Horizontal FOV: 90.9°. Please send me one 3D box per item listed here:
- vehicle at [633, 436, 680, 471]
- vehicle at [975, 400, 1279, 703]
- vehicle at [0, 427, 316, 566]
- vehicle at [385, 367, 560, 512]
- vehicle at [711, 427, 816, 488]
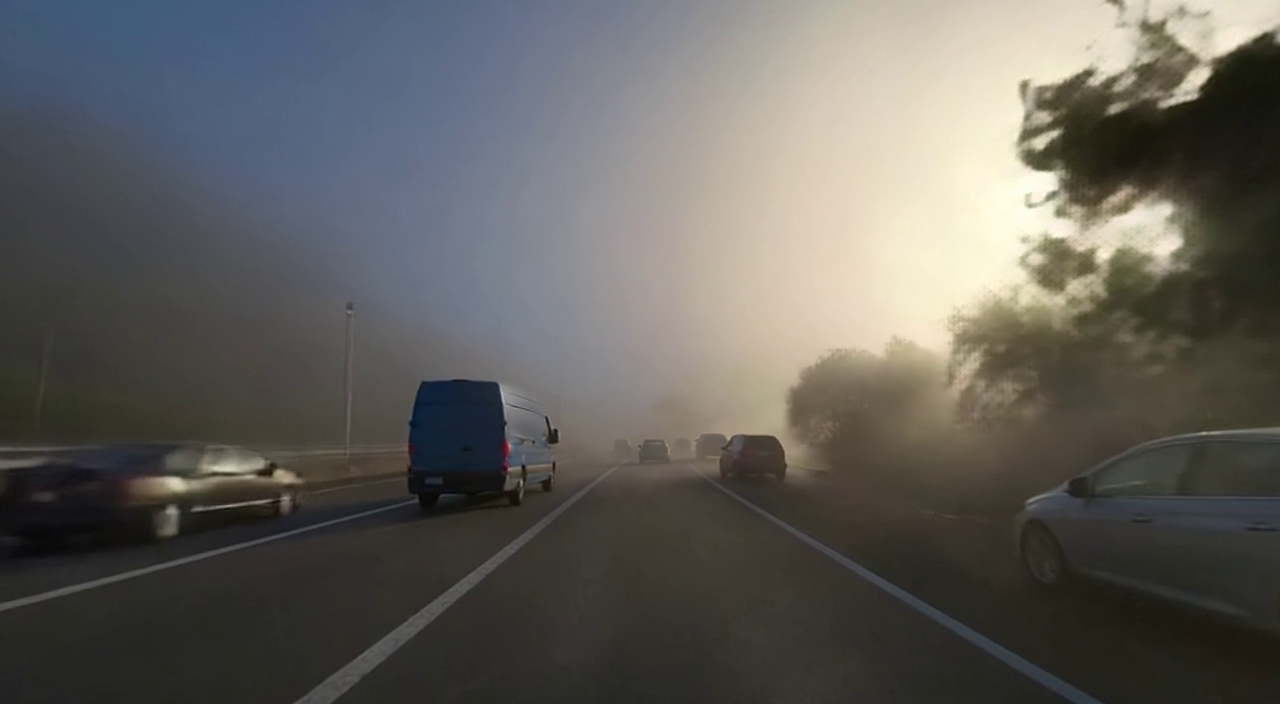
[{"bbox_3d":[0.715,4.743,29.670,2.054,1.504,3.890,0,-8,0],"label":"vehicle"},{"bbox_3d":[4.193,1.060,3.650,2.050,1.491,4.362,0,-8,-1],"label":"vehicle"},{"bbox_3d":[-6.865,1.900,9.087,1.964,1.487,4.417,-1,-8,1],"label":"vehicle"},{"bbox_3d":[-3.465,2.031,14.622,2.396,2.664,5.735,-1,-8,1],"label":"vehicle"},{"bbox_3d":[3.693,3.249,19.711,2.270,1.660,4.101,0,-8,-2],"label":"vehicle"}]
